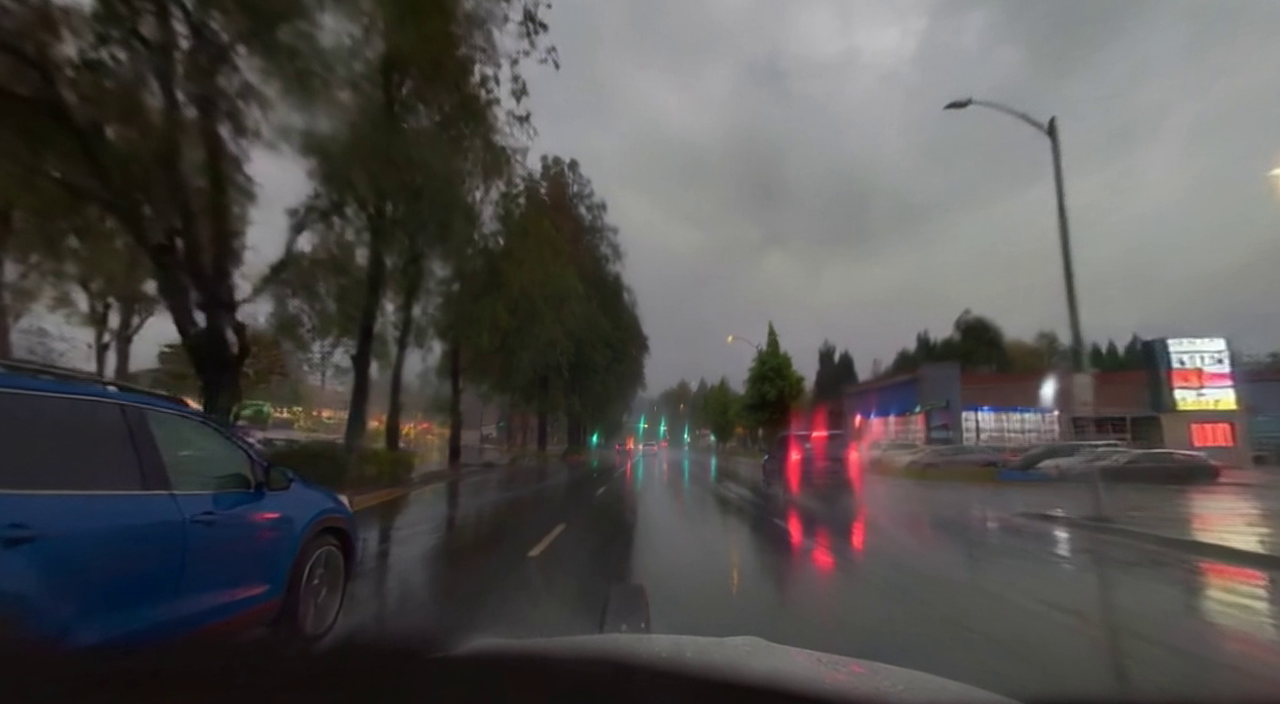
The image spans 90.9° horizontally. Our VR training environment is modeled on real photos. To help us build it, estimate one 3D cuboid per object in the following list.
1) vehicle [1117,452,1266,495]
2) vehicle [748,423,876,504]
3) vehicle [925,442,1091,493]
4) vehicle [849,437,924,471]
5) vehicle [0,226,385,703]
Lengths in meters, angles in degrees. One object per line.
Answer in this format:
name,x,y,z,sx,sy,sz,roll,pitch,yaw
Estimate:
vehicle,21.226,4.659,24.560,1.822,1.460,4.409,0,-8,0
vehicle,4.202,2.805,16.274,2.024,1.773,4.431,1,-8,0
vehicle,11.760,3.705,20.373,4.217,1.522,1.755,0,-8,4
vehicle,12.676,5.258,32.676,1.781,1.615,4.095,2,-8,-8
vehicle,-3.187,0.632,2.566,2.210,1.925,4.838,0,-8,0
